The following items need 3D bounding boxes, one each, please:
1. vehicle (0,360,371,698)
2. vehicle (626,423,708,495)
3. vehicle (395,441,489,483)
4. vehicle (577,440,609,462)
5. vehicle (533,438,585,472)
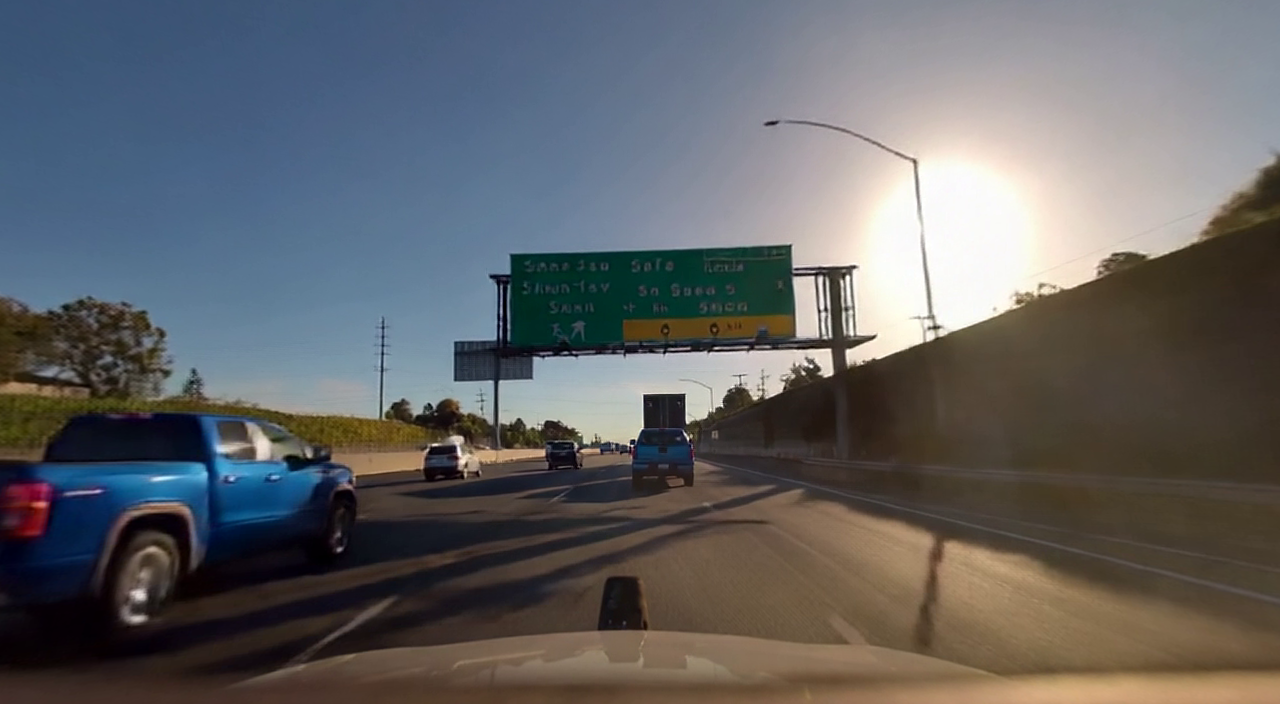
[{"bbox_3d":[-4.399,1.241,5.311,1.954,1.792,5.187,0,-8,0],"label":"vehicle"},{"bbox_3d":[0.640,3.067,18.437,2.083,1.792,4.782,0,-8,-1],"label":"vehicle"},{"bbox_3d":[-7.685,4.303,25.026,2.081,1.463,4.749,0,-8,1],"label":"vehicle"},{"bbox_3d":[-3.612,7.640,48.750,2.061,1.584,4.290,0,-8,1],"label":"vehicle"},{"bbox_3d":[-4.136,5.342,32.959,1.961,1.591,4.756,0,-8,2],"label":"vehicle"}]
